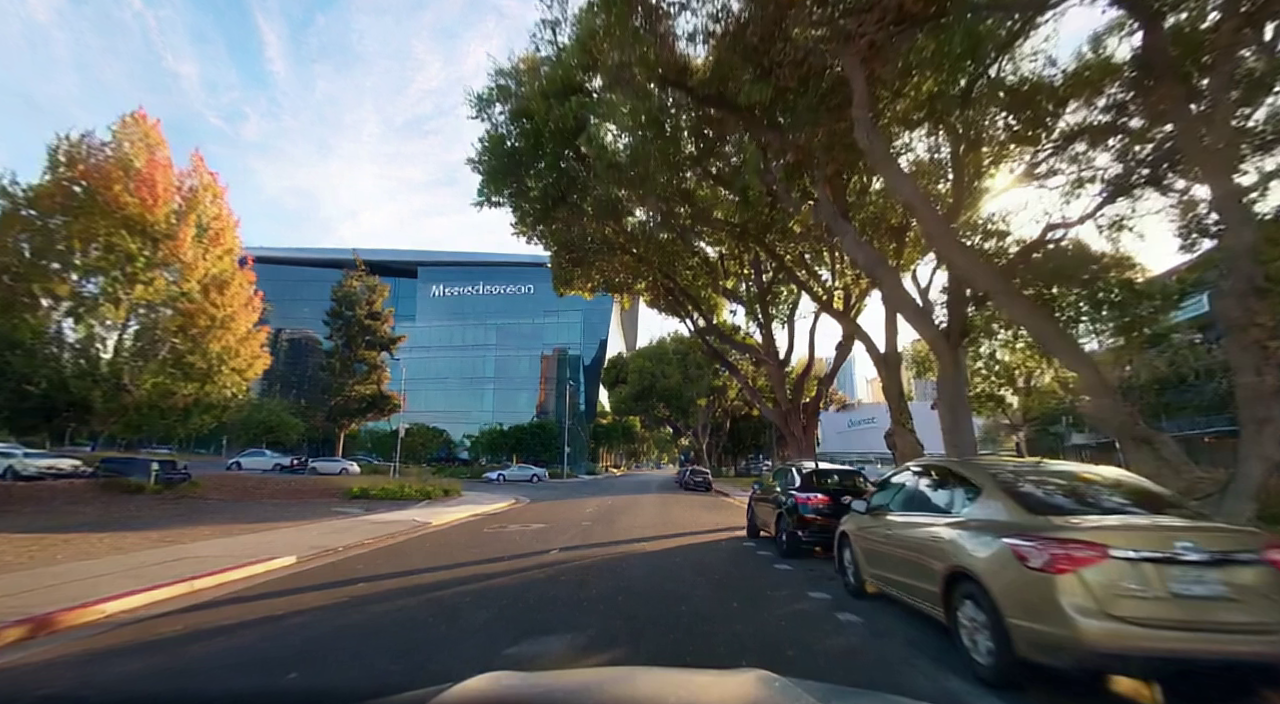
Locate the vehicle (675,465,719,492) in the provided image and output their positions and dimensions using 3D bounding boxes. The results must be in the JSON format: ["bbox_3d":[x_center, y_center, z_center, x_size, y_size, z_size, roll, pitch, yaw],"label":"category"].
[{"bbox_3d":[3.214,7.203,36.050,2.073,1.434,3.899,1,-11,-1],"label":"vehicle"}]

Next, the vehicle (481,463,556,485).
[{"bbox_3d":[-8.484,8.539,44.162,4.770,1.448,1.983,9,-13,-37],"label":"vehicle"}]

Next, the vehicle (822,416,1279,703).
[{"bbox_3d":[3.004,1.453,4.935,1.957,1.565,3.657,1,-11,-2],"label":"vehicle"}]
